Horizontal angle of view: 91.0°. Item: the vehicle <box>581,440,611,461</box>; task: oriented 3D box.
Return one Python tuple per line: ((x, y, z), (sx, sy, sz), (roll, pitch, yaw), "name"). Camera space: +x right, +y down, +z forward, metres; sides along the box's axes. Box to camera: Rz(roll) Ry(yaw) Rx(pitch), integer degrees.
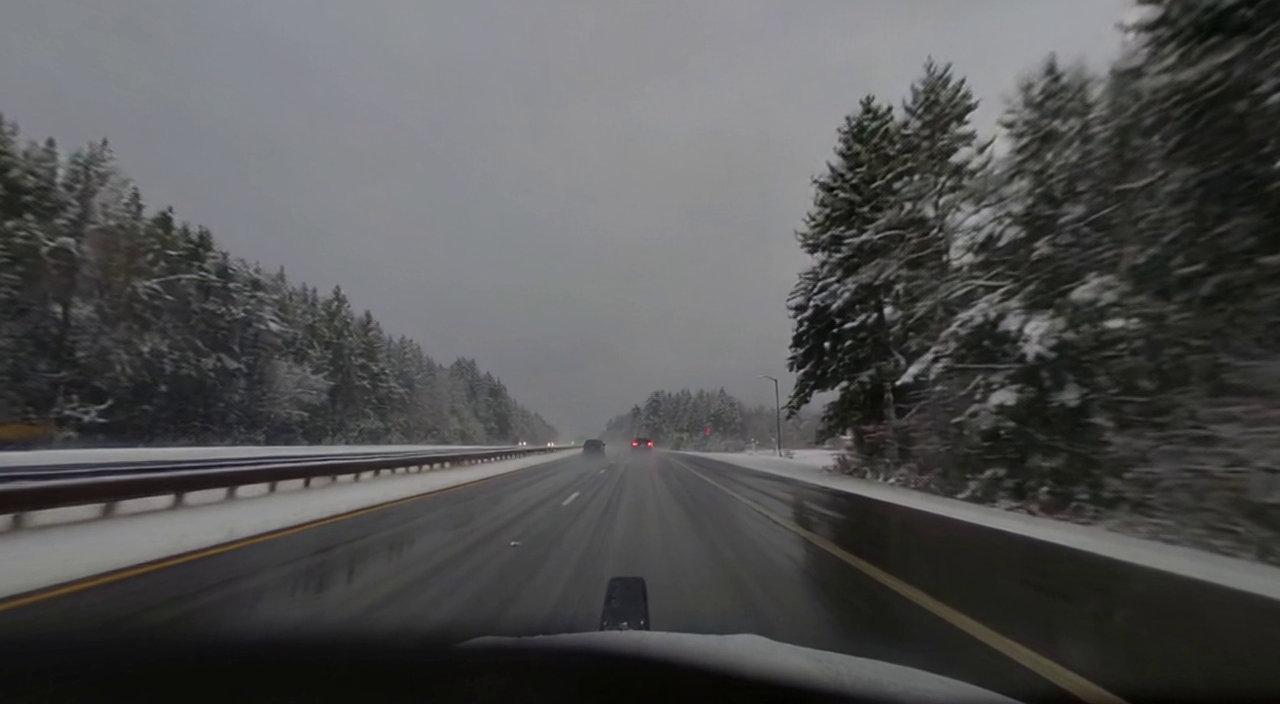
((-3.313, 7.424, 47.635), (2.057, 1.514, 3.845), (0, -8, -1), "vehicle")
